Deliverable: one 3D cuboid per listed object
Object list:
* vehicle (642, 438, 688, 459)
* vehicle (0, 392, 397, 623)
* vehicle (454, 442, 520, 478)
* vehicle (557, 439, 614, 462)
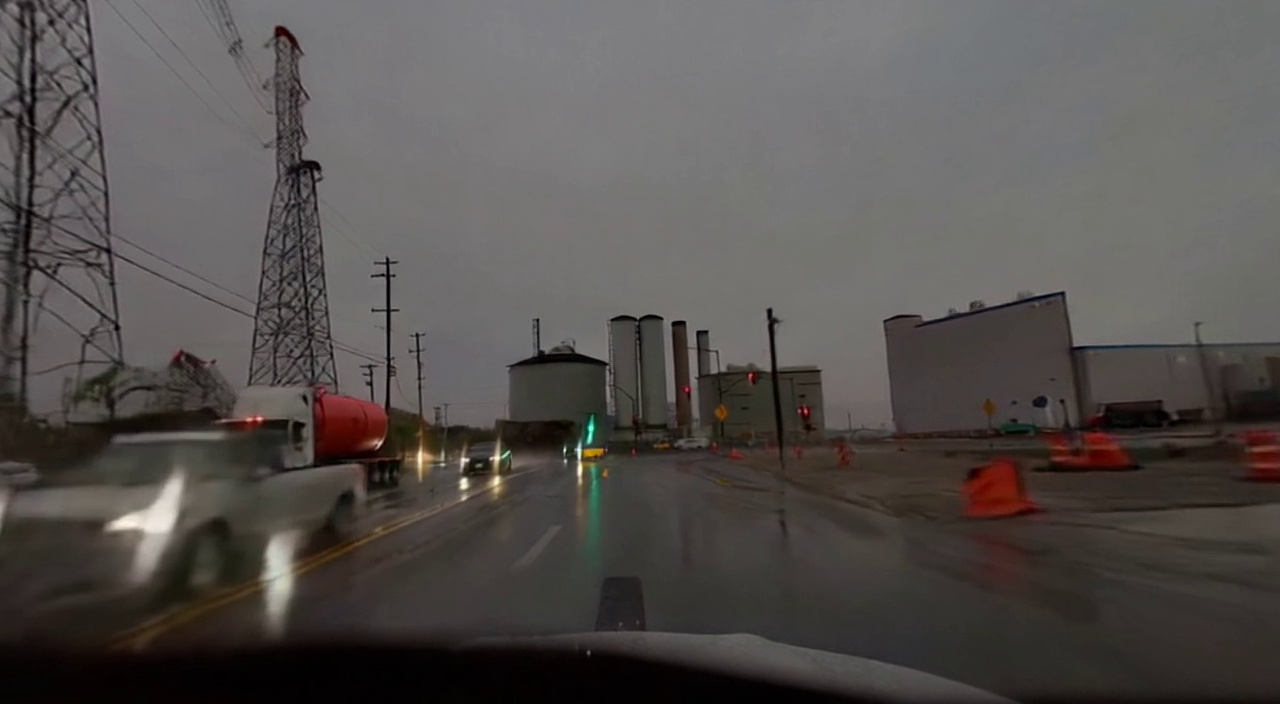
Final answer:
[{"bbox_3d":[1.944,7.340,48.021,2.053,1.477,4.218,-4,-9,25],"label":"vehicle"},{"bbox_3d":[-5.152,1.616,7.691,2.282,1.809,5.297,0,-8,0],"label":"vehicle"},{"bbox_3d":[-6.732,4.795,28.339,2.117,1.484,4.544,0,-9,-4],"label":"vehicle"},{"bbox_3d":[-4.143,7.587,48.797,1.944,1.645,4.701,-5,-10,32],"label":"vehicle"}]
